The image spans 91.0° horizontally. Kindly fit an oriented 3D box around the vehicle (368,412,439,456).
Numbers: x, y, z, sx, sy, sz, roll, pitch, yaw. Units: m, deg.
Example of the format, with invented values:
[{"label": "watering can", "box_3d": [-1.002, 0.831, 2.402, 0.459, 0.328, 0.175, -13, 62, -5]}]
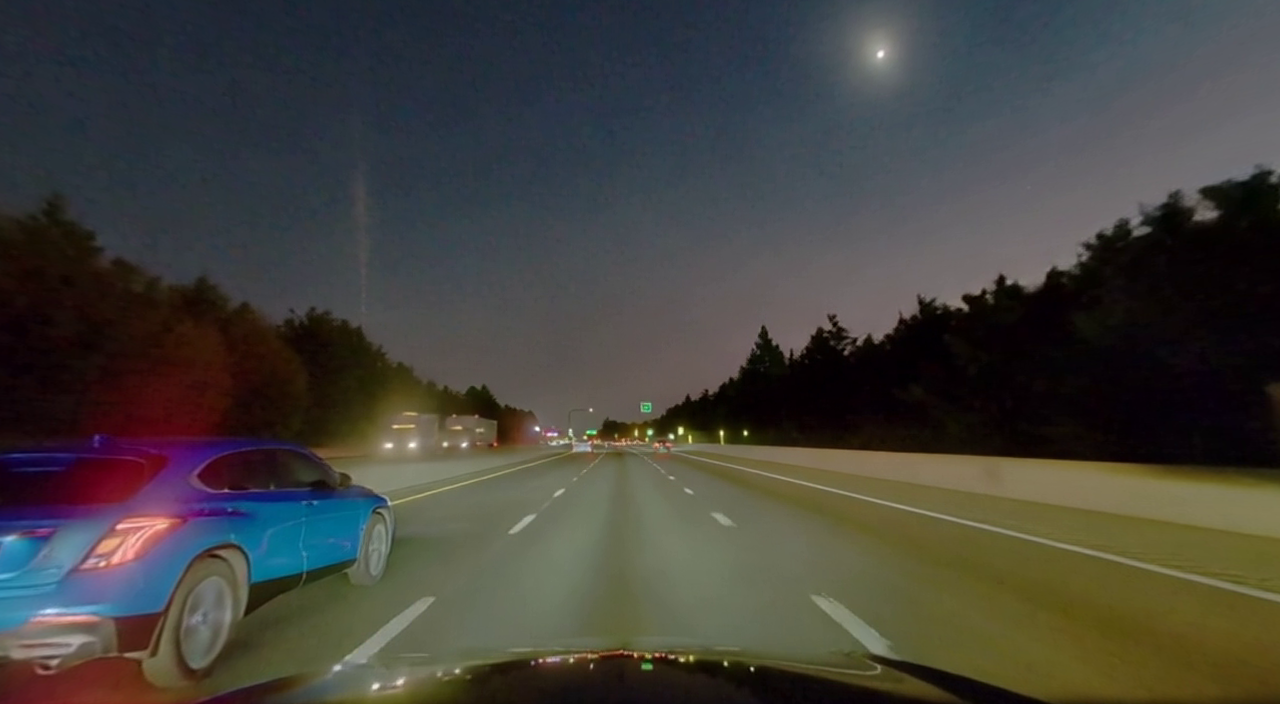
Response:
[{"label": "vehicle", "box_3d": [-15.744, 5.543, 42.295, 2.366, 2.696, 6.313, 0, -8, -1]}]
